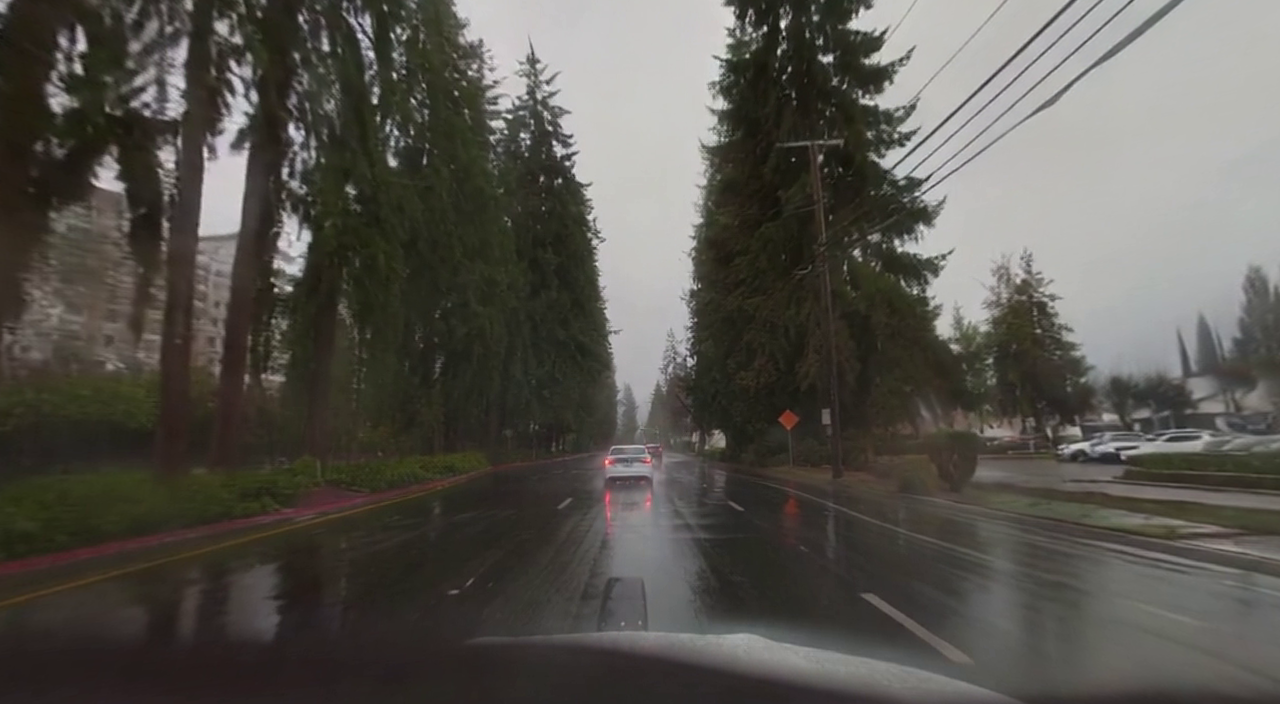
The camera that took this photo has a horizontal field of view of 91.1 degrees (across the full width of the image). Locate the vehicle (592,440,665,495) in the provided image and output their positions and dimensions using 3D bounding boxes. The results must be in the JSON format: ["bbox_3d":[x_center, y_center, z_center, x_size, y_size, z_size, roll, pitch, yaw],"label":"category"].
[{"bbox_3d":[-0.316,3.459,19.174,1.991,1.463,3.988,0,-8,0],"label":"vehicle"}]

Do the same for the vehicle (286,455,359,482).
[{"bbox_3d":[-19.331,7.076,38.442,1.934,1.457,4.741,0,-9,1],"label":"vehicle"}]
